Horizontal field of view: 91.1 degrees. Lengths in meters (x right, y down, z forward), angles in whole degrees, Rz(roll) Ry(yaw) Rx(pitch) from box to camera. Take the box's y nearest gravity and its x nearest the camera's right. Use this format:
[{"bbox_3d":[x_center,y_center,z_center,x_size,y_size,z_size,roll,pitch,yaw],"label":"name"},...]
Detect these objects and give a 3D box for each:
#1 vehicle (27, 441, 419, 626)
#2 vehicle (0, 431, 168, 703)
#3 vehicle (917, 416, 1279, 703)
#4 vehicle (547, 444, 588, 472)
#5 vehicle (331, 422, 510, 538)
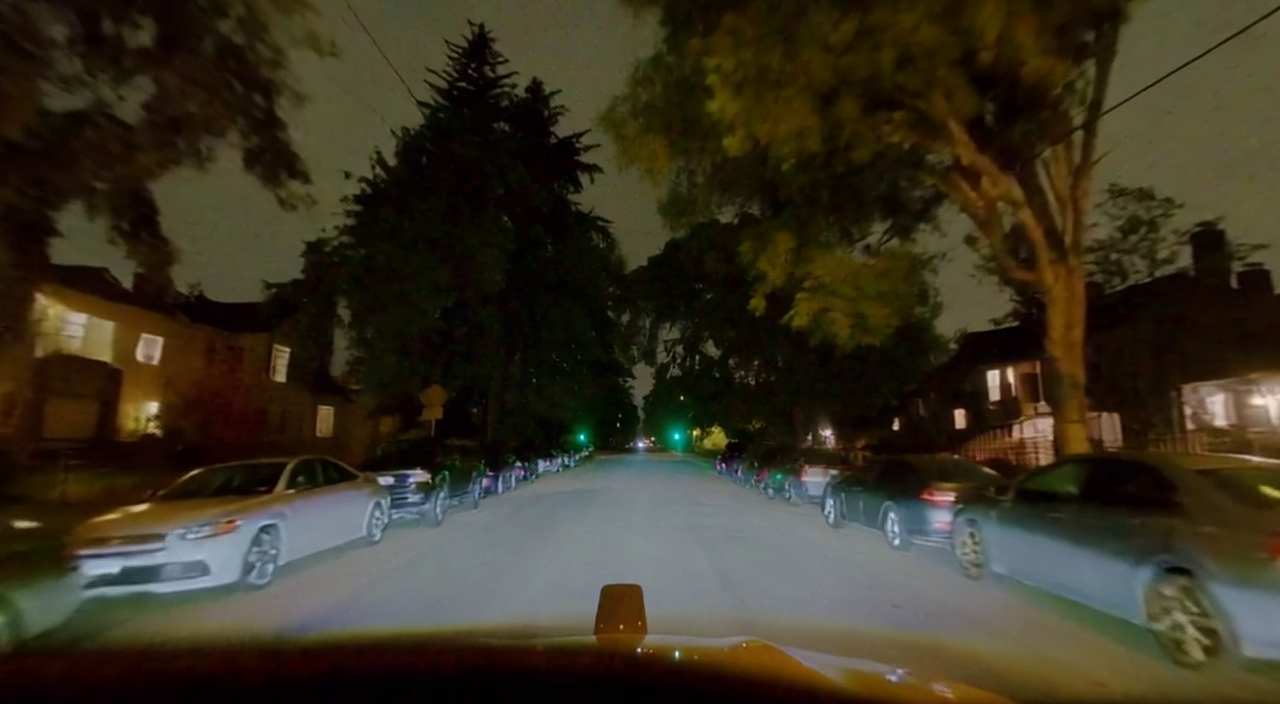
[{"bbox_3d":[-4.490,1.925,7.870,1.920,1.501,4.552,-2,-8,-2],"label":"vehicle"},{"bbox_3d":[-4.549,1.118,2.674,1.870,1.562,4.212,0,-8,-2],"label":"vehicle"},{"bbox_3d":[4.022,1.327,4.722,1.862,1.525,4.421,0,-8,0],"label":"vehicle"},{"bbox_3d":[-4.379,6.457,38.505,2.013,1.645,4.318,0,-8,0],"label":"vehicle"},{"bbox_3d":[-4.655,2.727,14.393,2.239,1.970,5.558,-4,-7,-2],"label":"vehicle"}]
